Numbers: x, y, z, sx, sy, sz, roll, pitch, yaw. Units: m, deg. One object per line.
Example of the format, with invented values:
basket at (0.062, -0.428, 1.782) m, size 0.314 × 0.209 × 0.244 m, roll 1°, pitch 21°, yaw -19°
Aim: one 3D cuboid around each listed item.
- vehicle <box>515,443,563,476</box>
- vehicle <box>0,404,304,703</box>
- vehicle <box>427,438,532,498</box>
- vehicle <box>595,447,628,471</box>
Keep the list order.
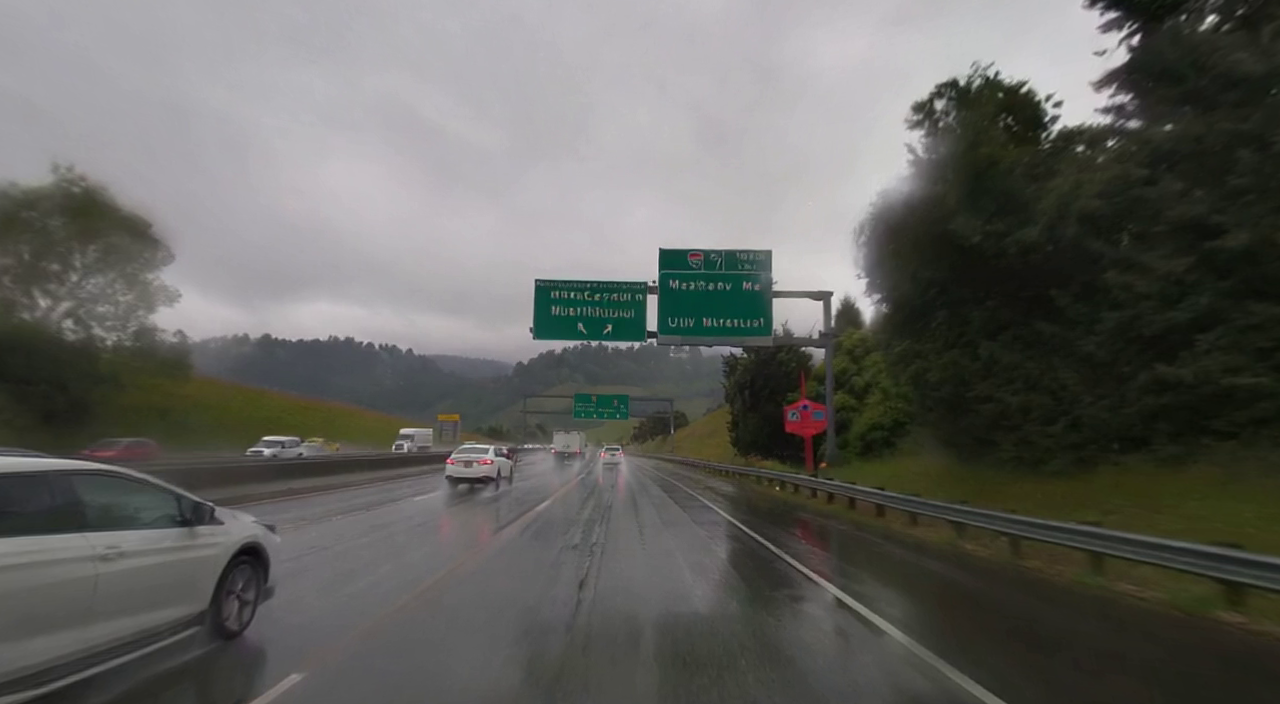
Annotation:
vehicle at (-5.406, 5.798, 34.270) m, size 2.118 × 1.624 × 4.032 m, roll 0°, pitch -9°, yaw -2°
vehicle at (-3.815, 1.067, 3.322) m, size 1.892 × 1.492 × 3.940 m, roll 0°, pitch -9°, yaw 0°
vehicle at (-4.826, 3.552, 19.638) m, size 2.208 × 1.619 × 4.162 m, roll 0°, pitch -9°, yaw -1°
vehicle at (-1.896, 6.895, 40.910) m, size 1.988 × 1.440 × 4.201 m, roll 0°, pitch -9°, yaw -4°
